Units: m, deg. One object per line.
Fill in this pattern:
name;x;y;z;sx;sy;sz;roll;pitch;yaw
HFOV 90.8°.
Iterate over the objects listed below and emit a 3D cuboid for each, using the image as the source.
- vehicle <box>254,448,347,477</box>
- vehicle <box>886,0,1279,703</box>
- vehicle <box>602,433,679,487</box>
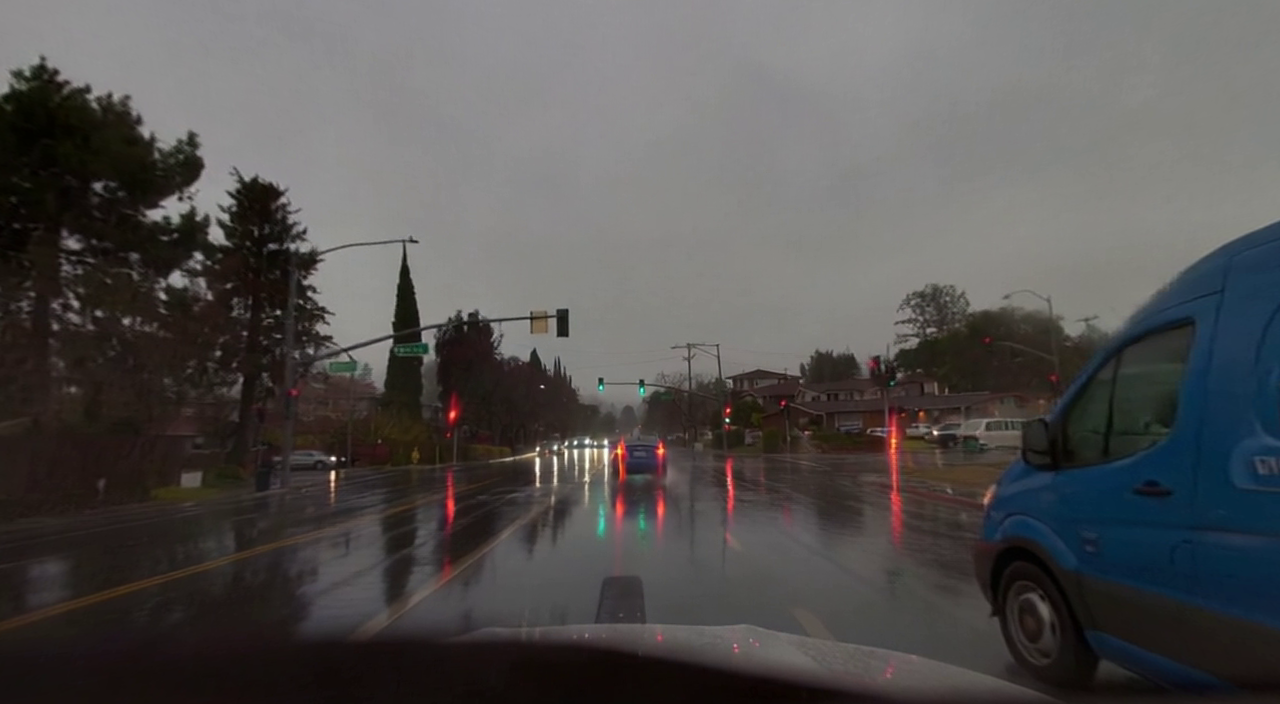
vehicle;-20.920;6.790;39.033;4.588;1.703;1.879;0;-9;1
vehicle;2.938;-0.006;0.172;2.770;3.054;7.271;0;-9;0
vehicle;-0.004;3.275;19.339;2.104;1.462;3.991;0;-9;0
